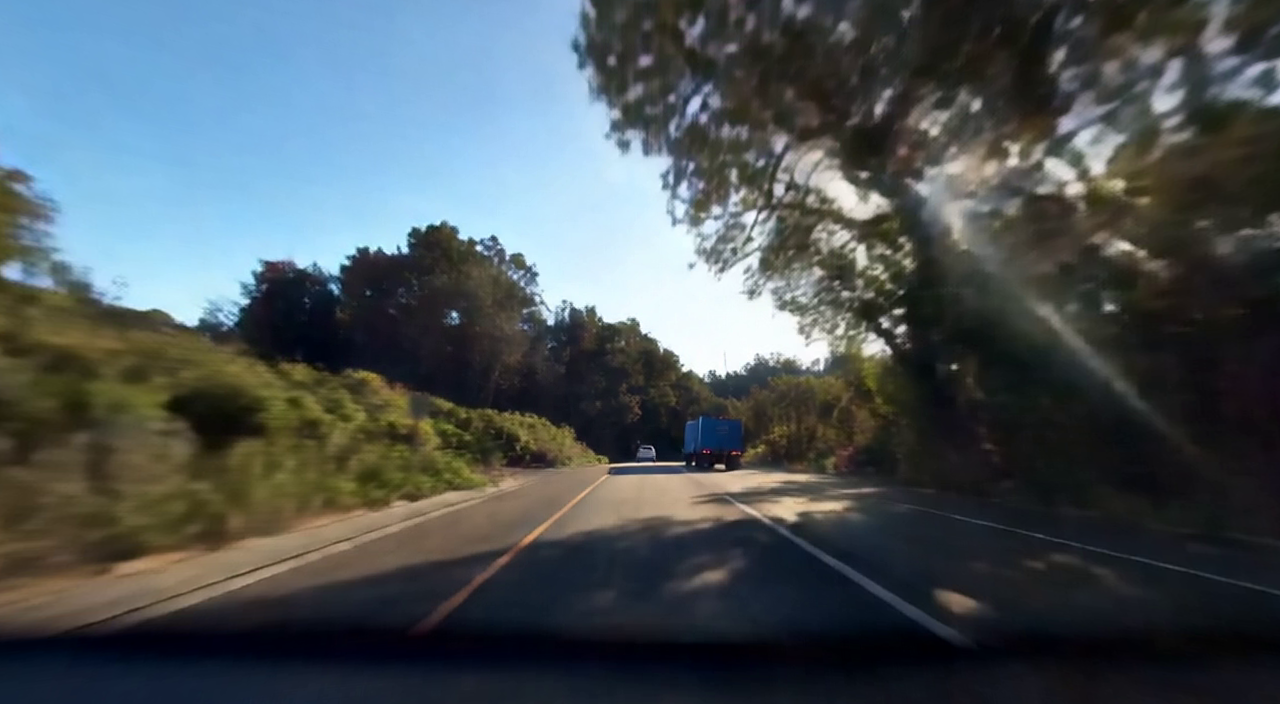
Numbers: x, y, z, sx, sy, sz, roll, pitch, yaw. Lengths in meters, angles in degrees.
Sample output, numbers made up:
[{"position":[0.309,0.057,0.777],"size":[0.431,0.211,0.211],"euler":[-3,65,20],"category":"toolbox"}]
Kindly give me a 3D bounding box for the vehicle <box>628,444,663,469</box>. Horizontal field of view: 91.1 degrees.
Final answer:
[{"position":[0.360,6.680,40.368],"size":[2.170,1.544,4.373],"euler":[0,-8,1],"category":"vehicle"}]

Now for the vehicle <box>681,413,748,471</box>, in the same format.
[{"position":[4.399,5.593,38.911],"size":[3.015,3.211,7.982],"euler":[0,-8,-1],"category":"vehicle"}]
